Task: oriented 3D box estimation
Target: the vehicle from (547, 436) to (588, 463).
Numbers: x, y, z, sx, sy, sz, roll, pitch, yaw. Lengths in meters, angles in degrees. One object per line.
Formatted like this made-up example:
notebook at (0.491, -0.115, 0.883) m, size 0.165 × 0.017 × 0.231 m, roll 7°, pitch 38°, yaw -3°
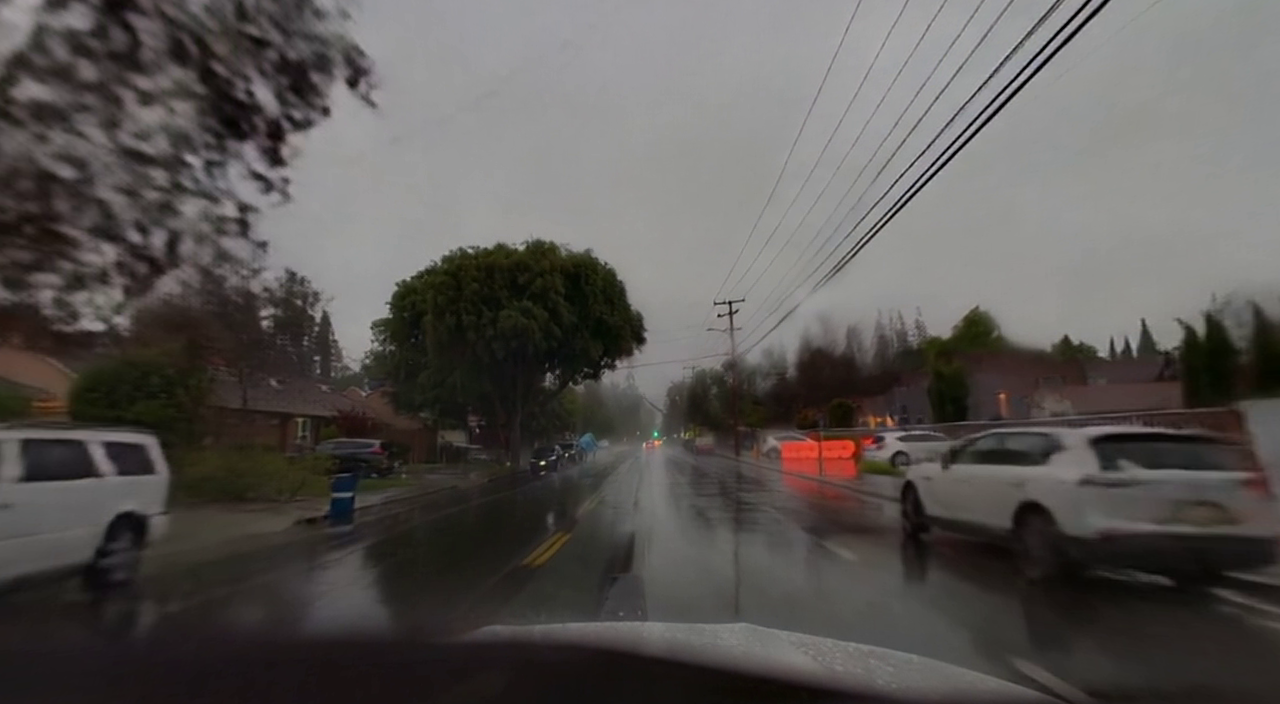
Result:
vehicle at (-5.258, 7.195, 46.435) m, size 2.158 × 1.837 × 4.659 m, roll -1°, pitch -10°, yaw 3°

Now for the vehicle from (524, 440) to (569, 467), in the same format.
vehicle at (-5.737, 6.267, 39.139) m, size 1.771 × 1.512 × 4.281 m, roll 2°, pitch -9°, yaw 5°

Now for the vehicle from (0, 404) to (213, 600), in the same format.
vehicle at (-6.959, 1.474, 6.296) m, size 2.055 × 1.806 × 4.540 m, roll -1°, pitch -8°, yaw 3°

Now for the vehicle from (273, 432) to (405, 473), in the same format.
vehicle at (-13.088, 4.385, 27.671) m, size 4.752 × 1.734 × 1.998 m, roll 0°, pitch -8°, yaw 1°

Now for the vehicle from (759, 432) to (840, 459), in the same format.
vehicle at (10.772, 6.321, 42.868) m, size 4.920 × 1.759 × 1.998 m, roll 0°, pitch -8°, yaw -1°

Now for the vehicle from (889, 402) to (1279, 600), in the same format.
vehicle at (4.571, 1.471, 7.062) m, size 1.902 × 1.542 × 4.099 m, roll 0°, pitch -8°, yaw 0°
